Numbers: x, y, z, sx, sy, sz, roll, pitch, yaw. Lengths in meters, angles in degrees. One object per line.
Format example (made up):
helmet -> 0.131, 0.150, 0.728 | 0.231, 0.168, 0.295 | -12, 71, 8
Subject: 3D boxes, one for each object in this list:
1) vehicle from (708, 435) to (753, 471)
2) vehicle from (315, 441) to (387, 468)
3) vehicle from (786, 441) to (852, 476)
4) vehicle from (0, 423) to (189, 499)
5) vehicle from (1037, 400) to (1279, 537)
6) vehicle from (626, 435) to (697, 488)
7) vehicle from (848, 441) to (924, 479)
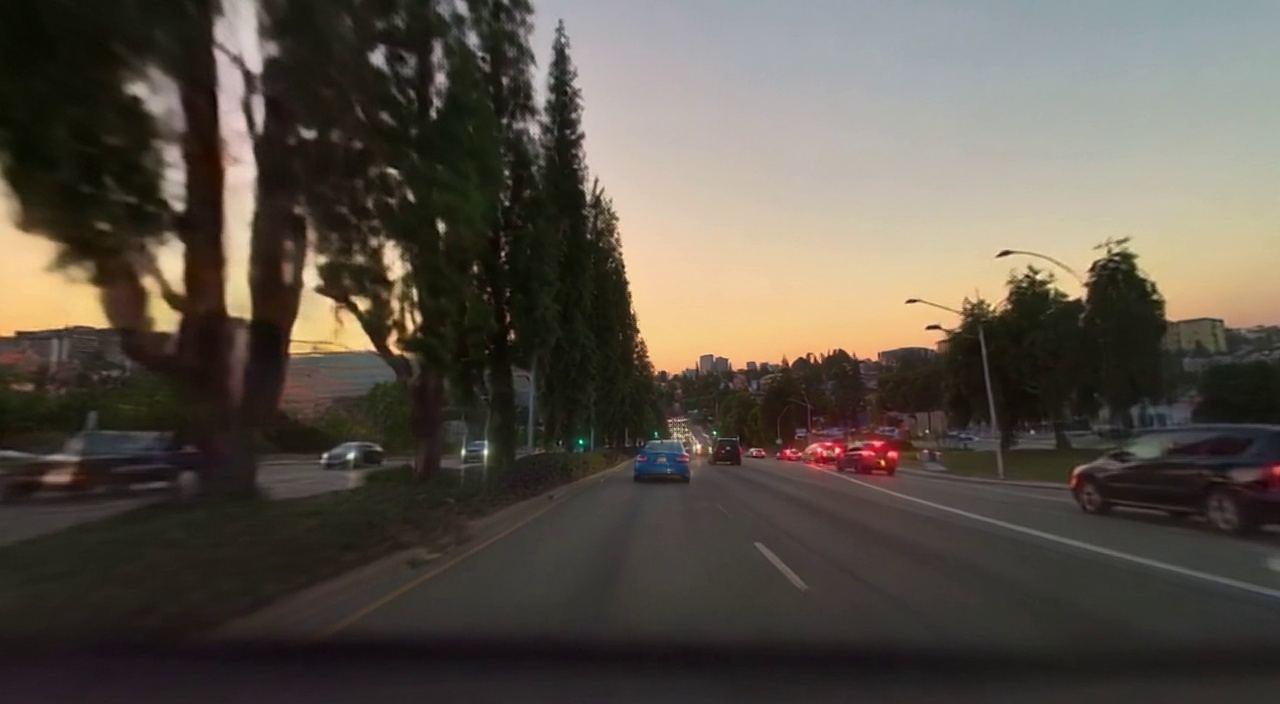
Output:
vehicle -> 4.859, 5.499, 34.379 | 1.976, 1.796, 4.159 | 0, -8, 2
vehicle -> -16.747, 5.944, 36.776 | 1.874, 1.441, 4.625 | 0, -8, 2
vehicle -> 8.279, 4.959, 29.596 | 1.928, 1.488, 4.361 | 0, -8, 2
vehicle -> -12.805, 2.474, 14.596 | 1.785, 1.503, 3.885 | 0, -8, 0
vehicle -> 11.085, 2.148, 12.069 | 2.493, 2.084, 6.892 | 0, -8, 1
vehicle -> 0.718, 3.676, 21.435 | 2.145, 1.603, 4.369 | 0, -8, 2
vehicle -> 12.417, 5.466, 32.168 | 2.106, 1.719, 4.830 | 0, -9, 2
